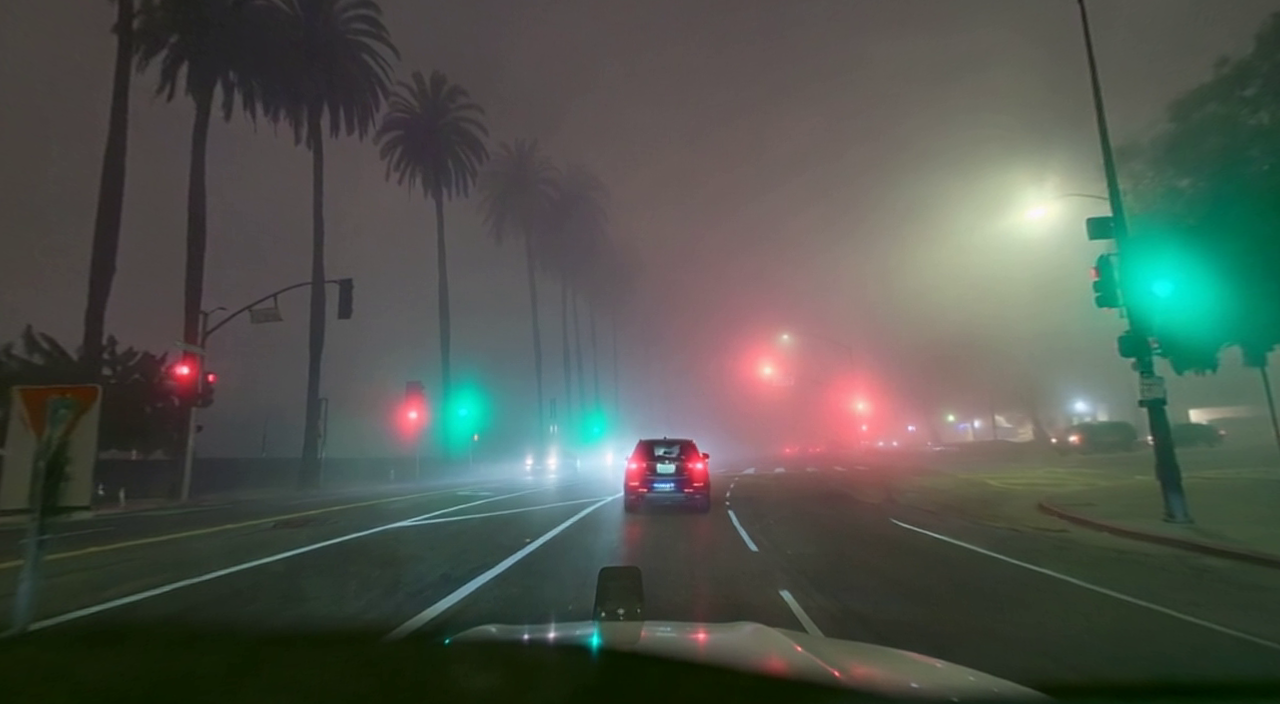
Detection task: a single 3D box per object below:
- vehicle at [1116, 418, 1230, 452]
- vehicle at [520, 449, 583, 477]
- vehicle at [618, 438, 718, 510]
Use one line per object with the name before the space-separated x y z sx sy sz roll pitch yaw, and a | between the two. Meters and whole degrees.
vehicle | 30.458 4.777 36.161 5.049 1.861 2.081 1 -9 -10
vehicle | -4.999 6.381 36.483 2.012 1.467 4.592 -2 -9 13
vehicle | 0.820 2.895 15.420 2.096 1.492 4.071 -1 -9 7
